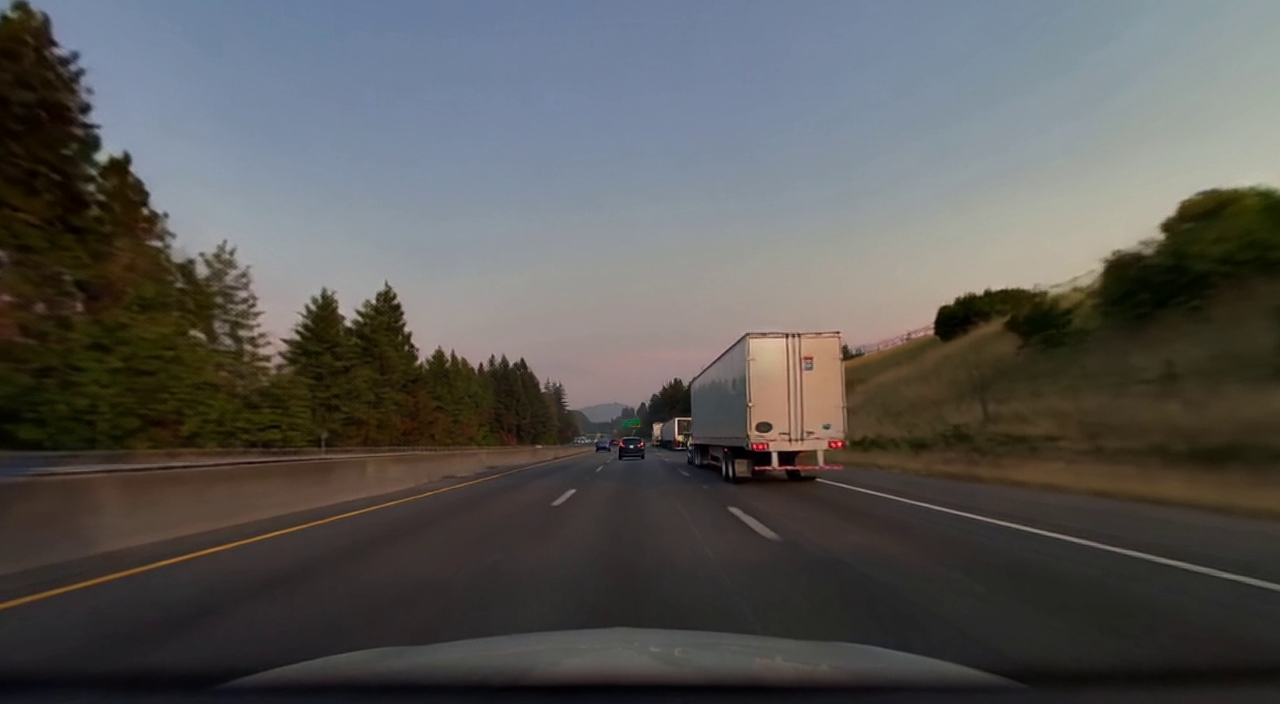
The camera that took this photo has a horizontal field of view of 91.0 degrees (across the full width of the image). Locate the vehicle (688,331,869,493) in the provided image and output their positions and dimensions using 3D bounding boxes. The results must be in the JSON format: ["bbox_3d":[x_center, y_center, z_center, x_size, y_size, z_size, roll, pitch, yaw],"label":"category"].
[{"bbox_3d":[4.050,2.515,23.247,3.005,4.121,14.417,0,-8,-2],"label":"vehicle"}]

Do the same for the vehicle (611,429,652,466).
[{"bbox_3d":[-0.499,5.489,36.322,2.211,1.933,4.315,0,-8,-1],"label":"vehicle"}]
